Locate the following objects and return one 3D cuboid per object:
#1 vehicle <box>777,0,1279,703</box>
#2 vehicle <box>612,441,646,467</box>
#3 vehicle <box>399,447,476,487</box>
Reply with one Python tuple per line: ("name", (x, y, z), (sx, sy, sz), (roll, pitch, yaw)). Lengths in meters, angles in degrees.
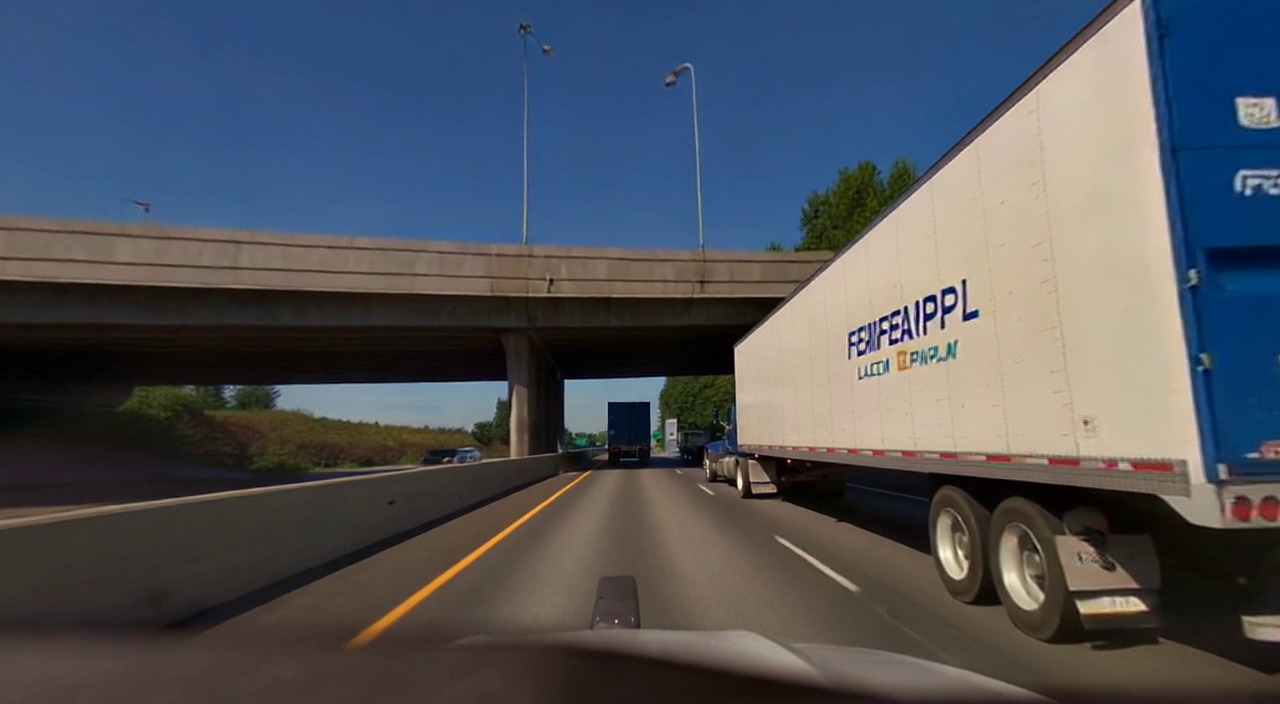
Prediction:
("vehicle", (4.234, 0.345, 7.708), (2.853, 4.086, 9.078), (0, -8, -1))
("vehicle", (-0.680, 6.069, 37.639), (1.943, 1.491, 3.459), (0, -8, -1))
("vehicle", (-8.628, 4.897, 27.212), (1.986, 1.522, 4.181), (-1, -8, 0))
